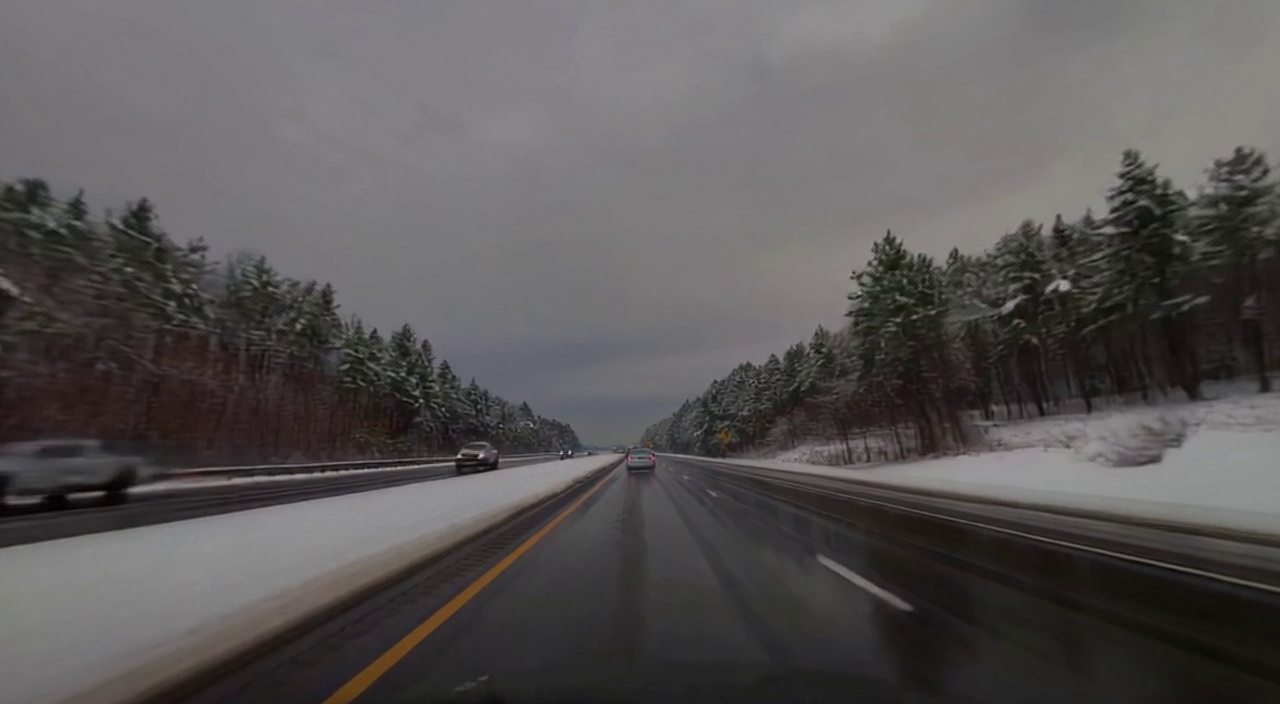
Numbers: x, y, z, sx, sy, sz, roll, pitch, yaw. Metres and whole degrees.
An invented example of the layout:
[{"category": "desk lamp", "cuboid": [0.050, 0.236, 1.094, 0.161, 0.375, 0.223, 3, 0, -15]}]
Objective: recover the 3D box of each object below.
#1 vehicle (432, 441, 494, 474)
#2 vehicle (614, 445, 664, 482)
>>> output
[{"category": "vehicle", "cuboid": [-9.301, 5.588, 33.538, 2.026, 1.640, 4.267, 0, -9, 1]}, {"category": "vehicle", "cuboid": [-0.063, 4.982, 28.448, 2.114, 1.523, 4.012, 0, -9, -1]}]
